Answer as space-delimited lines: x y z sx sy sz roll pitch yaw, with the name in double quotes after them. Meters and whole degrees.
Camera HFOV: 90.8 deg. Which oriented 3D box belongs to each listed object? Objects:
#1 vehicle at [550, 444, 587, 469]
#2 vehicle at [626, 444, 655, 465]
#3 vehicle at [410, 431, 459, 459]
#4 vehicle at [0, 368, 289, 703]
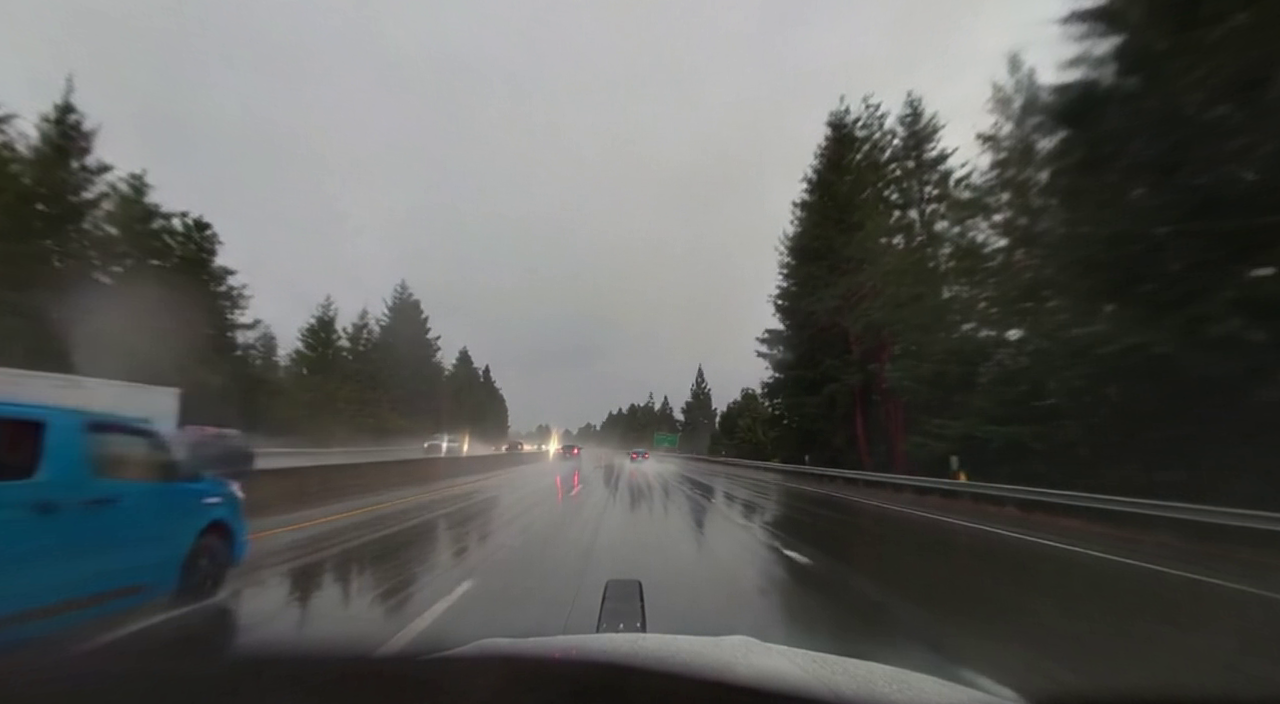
-4.625 6.831 41.522 2.054 1.500 4.469 0 -9 -1 "vehicle"
0.020 7.694 47.356 2.008 1.499 3.192 0 -9 -3 "vehicle"
-14.085 6.419 43.515 1.943 1.806 4.604 0 -9 -1 "vehicle"
-4.280 1.002 3.683 2.088 1.675 4.108 0 -9 0 "vehicle"
